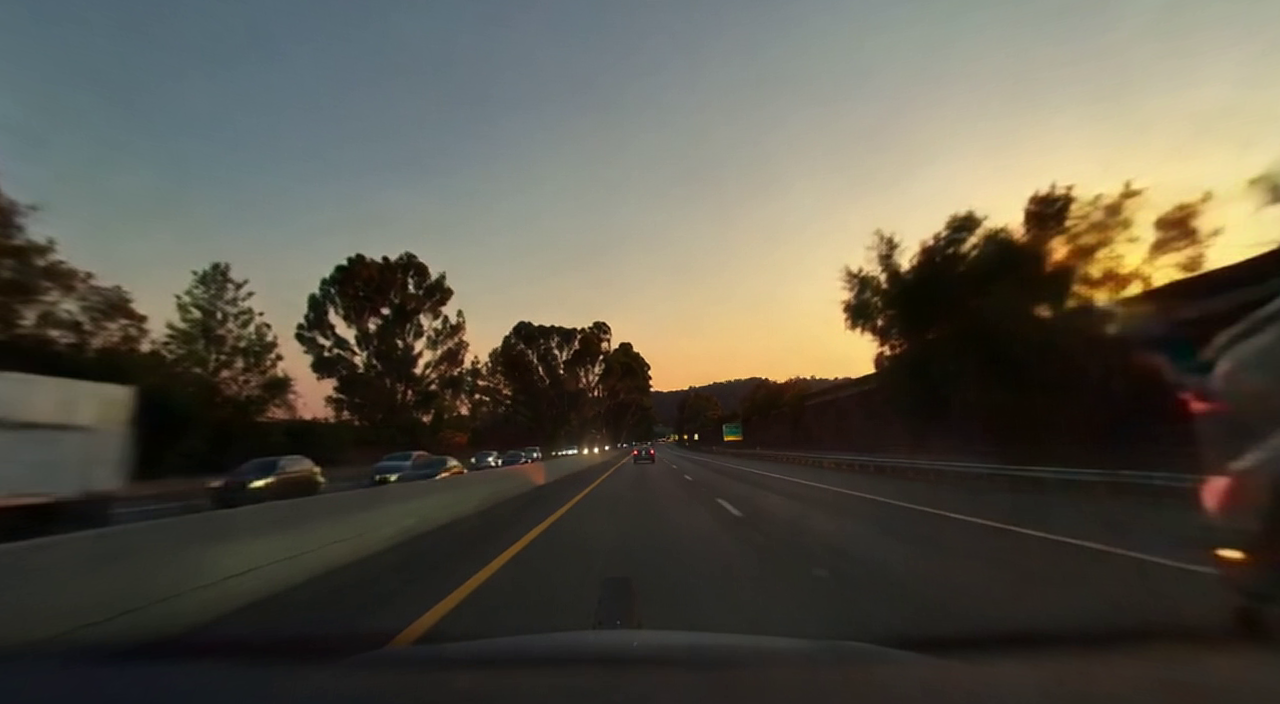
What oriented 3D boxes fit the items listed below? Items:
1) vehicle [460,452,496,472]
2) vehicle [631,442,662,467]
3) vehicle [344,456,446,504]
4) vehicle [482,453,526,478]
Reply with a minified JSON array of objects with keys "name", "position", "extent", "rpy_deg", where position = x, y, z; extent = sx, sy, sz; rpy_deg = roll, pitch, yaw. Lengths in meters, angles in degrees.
[{"name":"vehicle","position":[-12.780,8.665,49.649],"extent":[1.759,1.494,3.752],"rpy_deg":[-1,-9,1]},{"name":"vehicle","position":[0.432,7.159,43.847],"extent":[2.098,1.692,4.038],"rpy_deg":[0,-9,0]},{"name":"vehicle","position":[-8.608,4.502,22.457],"extent":[1.911,1.493,4.149],"rpy_deg":[-1,-9,1]},{"name":"vehicle","position":[-8.674,7.236,40.252],"extent":[1.919,1.491,3.932],"rpy_deg":[-1,-9,1]}]
